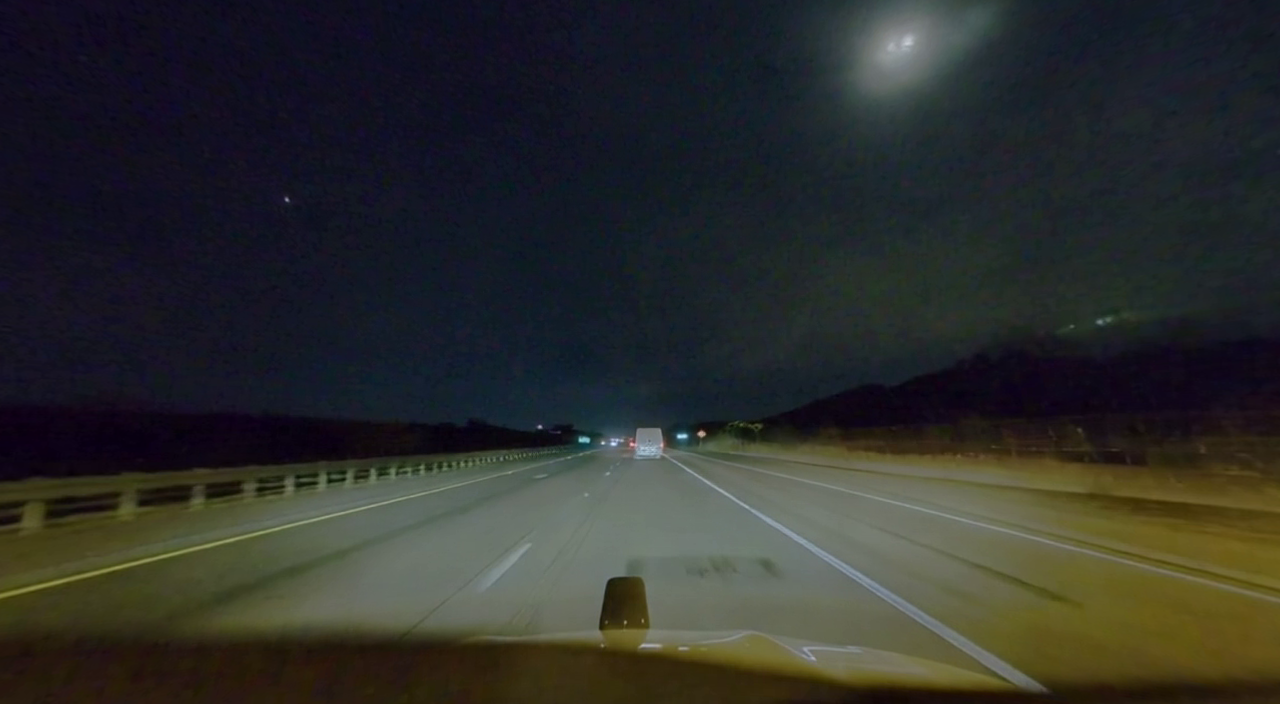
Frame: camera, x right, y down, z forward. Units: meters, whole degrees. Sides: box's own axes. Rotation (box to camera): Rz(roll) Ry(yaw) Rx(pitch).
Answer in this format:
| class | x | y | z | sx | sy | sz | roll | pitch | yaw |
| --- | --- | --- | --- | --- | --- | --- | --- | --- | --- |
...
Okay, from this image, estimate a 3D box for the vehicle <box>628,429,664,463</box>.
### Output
| class | x | y | z | sx | sy | sz | roll | pitch | yaw |
| --- | --- | --- | --- | --- | --- | --- | --- | --- | --- |
| vehicle | 0.402 | 6.290 | 42.233 | 2.277 | 2.109 | 4.922 | 0 | -8 | 0 |
